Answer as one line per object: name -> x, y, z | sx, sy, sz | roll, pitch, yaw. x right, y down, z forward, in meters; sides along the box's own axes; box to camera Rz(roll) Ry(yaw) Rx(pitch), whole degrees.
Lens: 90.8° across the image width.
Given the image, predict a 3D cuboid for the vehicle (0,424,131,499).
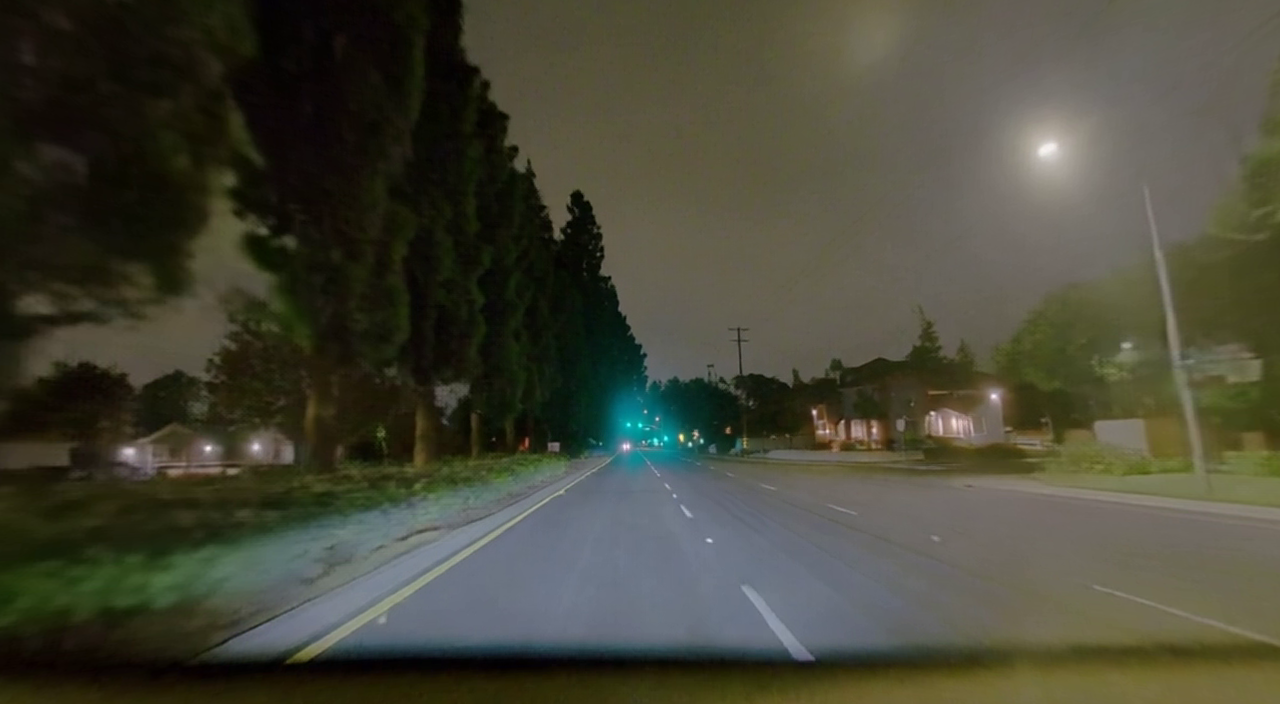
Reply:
vehicle -> -28.936, 5.164, 29.230 | 8.492, 3.055, 3.116 | -4, -9, 6
